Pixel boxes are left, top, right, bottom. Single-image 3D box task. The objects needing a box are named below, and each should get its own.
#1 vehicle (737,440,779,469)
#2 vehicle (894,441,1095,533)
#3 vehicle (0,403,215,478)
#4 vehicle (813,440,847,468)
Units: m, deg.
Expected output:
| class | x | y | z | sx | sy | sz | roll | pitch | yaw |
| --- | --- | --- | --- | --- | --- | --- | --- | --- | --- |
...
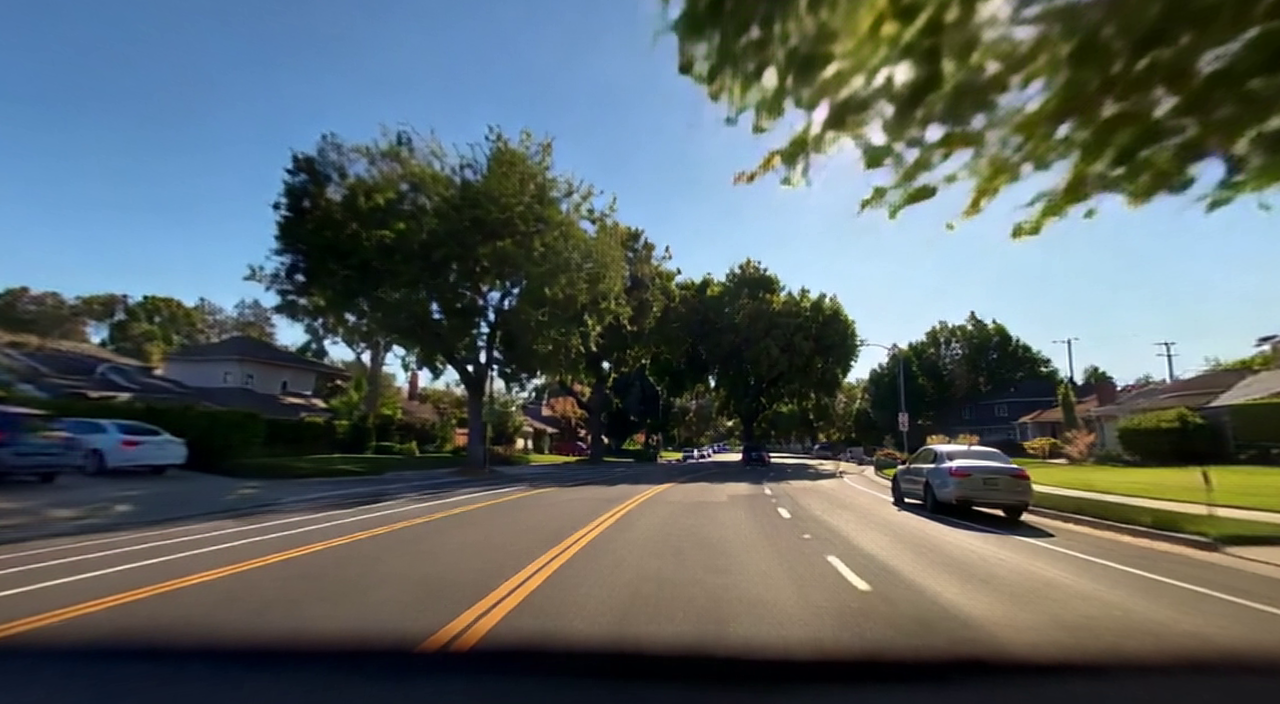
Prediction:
| class | x | y | z | sx | sy | sz | roll | pitch | yaw |
| --- | --- | --- | --- | --- | --- | --- | --- | --- | --- |
| vehicle | 7.504 | 6.442 | 39.762 | 2.106 | 1.667 | 4.367 | -3 | -9 | 16 |
| vehicle | 6.808 | 2.586 | 12.761 | 1.934 | 1.506 | 4.282 | -1 | -8 | 6 |
| vehicle | -16.363 | 2.689 | 19.295 | 4.984 | 1.812 | 2.354 | 3 | -7 | 4 |
| vehicle | 13.835 | 7.403 | 46.122 | 2.059 | 1.924 | 4.257 | -2 | -9 | 13 |
